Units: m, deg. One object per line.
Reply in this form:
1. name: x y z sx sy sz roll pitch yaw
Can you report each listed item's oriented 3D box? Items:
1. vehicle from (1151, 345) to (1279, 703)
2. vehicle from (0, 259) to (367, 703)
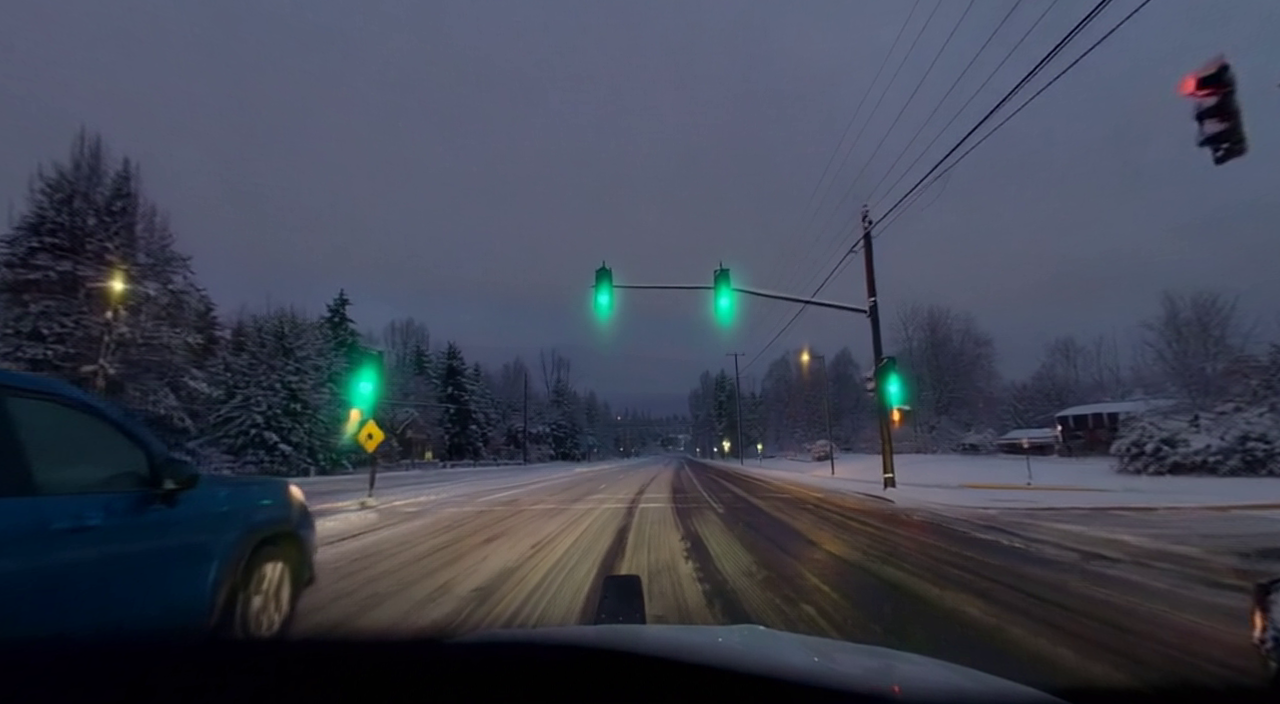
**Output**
1. vehicle: 3.615 0.594 0.956 2.056 1.703 4.305 0 -8 1
2. vehicle: -3.428 0.708 2.404 2.374 1.985 5.391 0 -8 0
